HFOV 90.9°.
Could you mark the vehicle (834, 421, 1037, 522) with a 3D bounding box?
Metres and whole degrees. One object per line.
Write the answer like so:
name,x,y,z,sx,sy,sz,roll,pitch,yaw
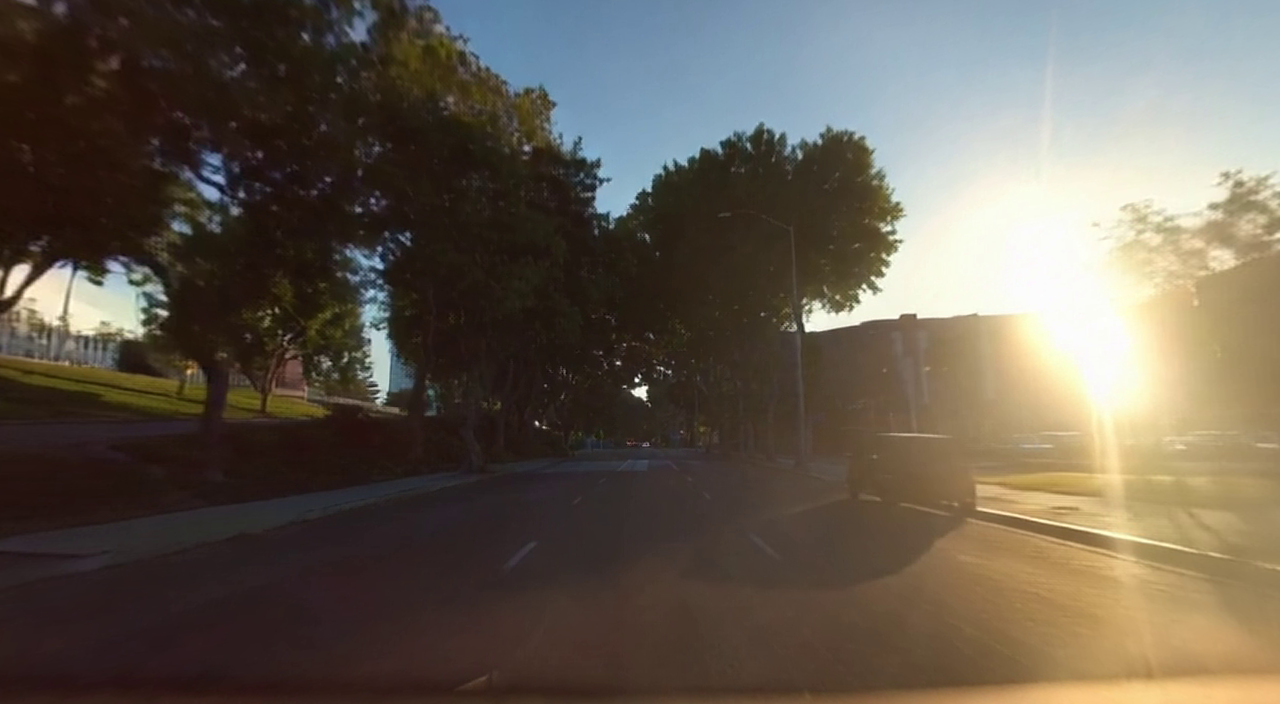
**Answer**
vehicle,6.062,2.507,13.858,2.177,1.788,5.106,0,-8,3
